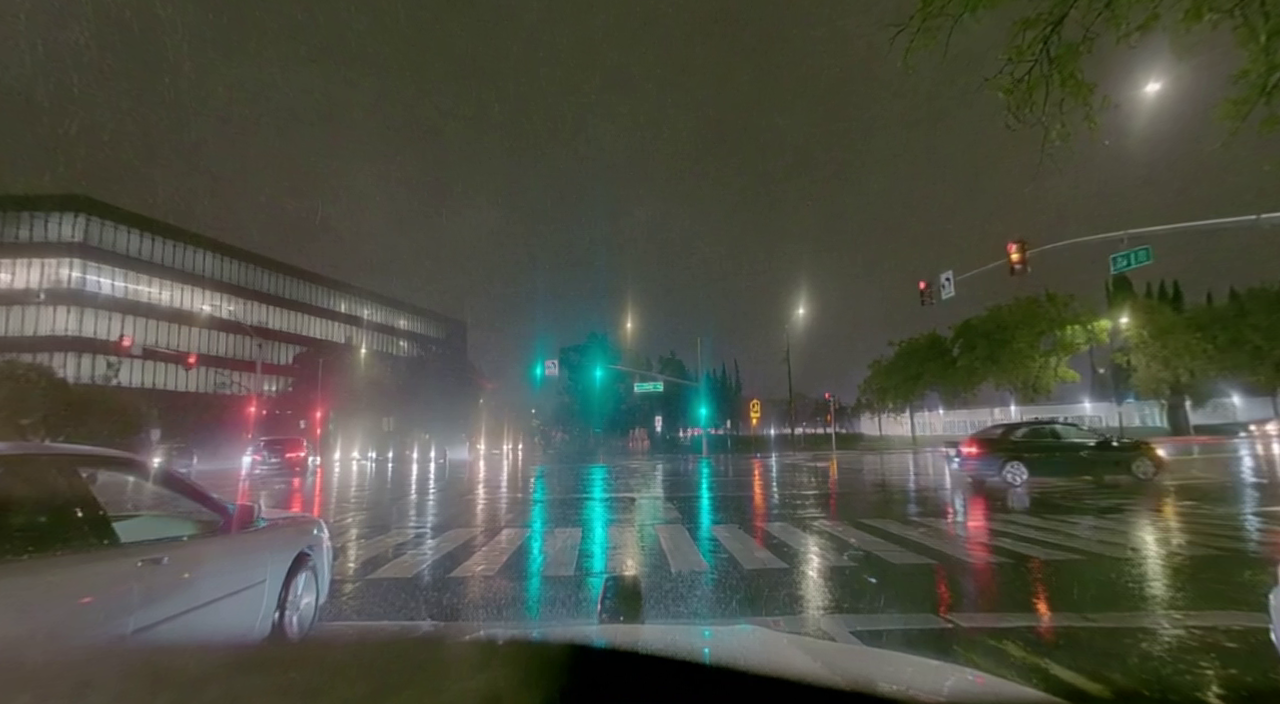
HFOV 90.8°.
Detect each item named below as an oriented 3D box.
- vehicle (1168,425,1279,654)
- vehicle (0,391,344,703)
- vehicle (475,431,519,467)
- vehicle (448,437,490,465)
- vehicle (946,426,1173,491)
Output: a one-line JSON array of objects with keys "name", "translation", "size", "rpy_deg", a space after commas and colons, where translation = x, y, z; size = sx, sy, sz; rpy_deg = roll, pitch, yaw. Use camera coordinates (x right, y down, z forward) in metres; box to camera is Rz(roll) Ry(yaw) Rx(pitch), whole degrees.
[{"name": "vehicle", "translation": [4.939, 0.983, 2.568], "size": [1.949, 1.449, 4.530], "rpy_deg": [-1, -8, 5]}, {"name": "vehicle", "translation": [-3.073, 0.890, 2.164], "size": [1.919, 1.478, 4.720], "rpy_deg": [0, -8, -1]}, {"name": "vehicle", "translation": [-7.956, 5.436, 35.435], "size": [2.109, 1.871, 4.778], "rpy_deg": [1, -8, -10]}, {"name": "vehicle", "translation": [-12.804, 7.415, 47.518], "size": [2.051, 1.715, 4.346], "rpy_deg": [-3, -6, -1]}, {"name": "vehicle", "translation": [10.816, 2.776, 16.715], "size": [4.536, 1.557, 1.875], "rpy_deg": [-2, -7, 14]}]
